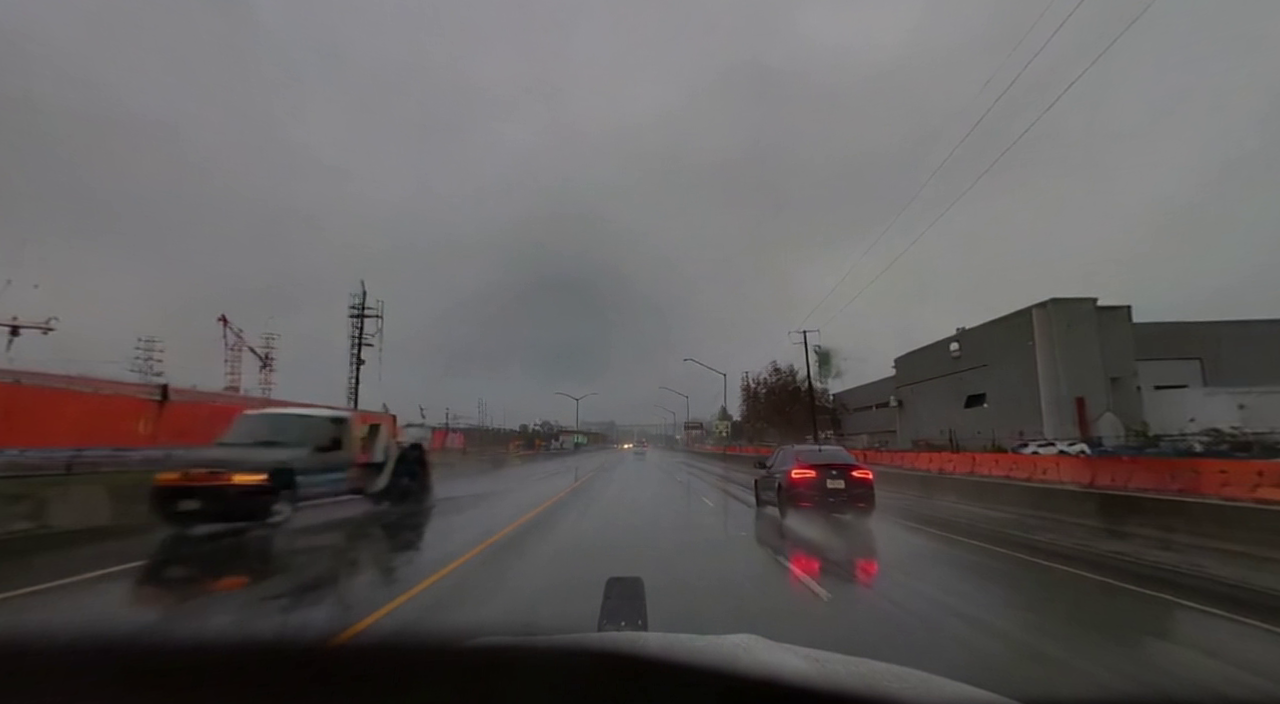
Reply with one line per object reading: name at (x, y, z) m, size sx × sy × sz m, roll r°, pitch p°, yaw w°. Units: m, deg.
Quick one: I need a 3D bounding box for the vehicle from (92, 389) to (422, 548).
vehicle at (-6.639, 2.140, 12.225) m, size 2.538 × 2.287 × 6.052 m, roll 0°, pitch -8°, yaw 0°

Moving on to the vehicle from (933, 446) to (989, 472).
vehicle at (21.104, 6.993, 41.193) m, size 4.279 × 1.545 × 1.850 m, roll 8°, pitch -11°, yaw -43°

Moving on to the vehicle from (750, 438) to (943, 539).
vehicle at (3.634, 2.478, 12.167) m, size 2.148 × 1.562 × 4.642 m, roll 0°, pitch -9°, yaw 0°

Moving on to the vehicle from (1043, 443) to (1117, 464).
vehicle at (34.507, 7.985, 49.367) m, size 4.526 × 1.514 × 1.957 m, roll -5°, pitch -10°, yaw 31°
